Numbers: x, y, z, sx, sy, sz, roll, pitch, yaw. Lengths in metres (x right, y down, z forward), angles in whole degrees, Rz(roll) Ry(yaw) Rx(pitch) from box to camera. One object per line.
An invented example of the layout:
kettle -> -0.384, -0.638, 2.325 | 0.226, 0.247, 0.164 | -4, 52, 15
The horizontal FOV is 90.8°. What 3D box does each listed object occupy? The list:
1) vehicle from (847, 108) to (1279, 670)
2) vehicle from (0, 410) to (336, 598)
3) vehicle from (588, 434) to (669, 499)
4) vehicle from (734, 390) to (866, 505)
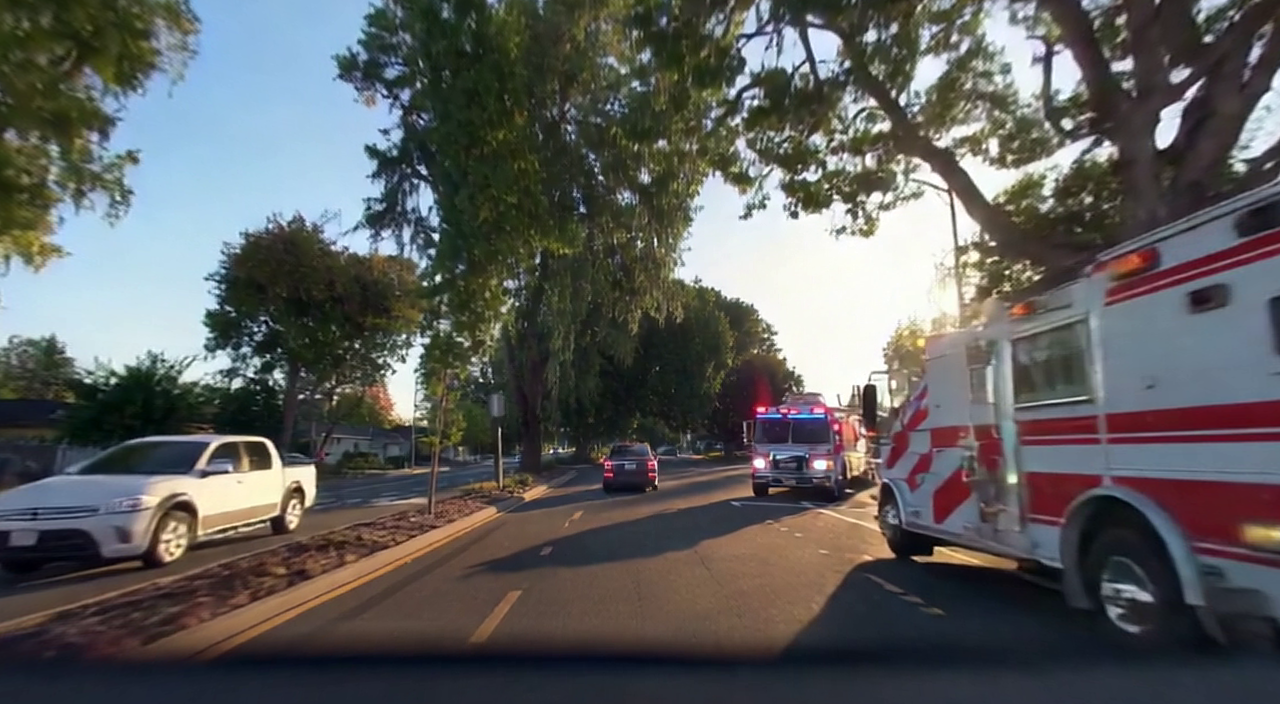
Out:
vehicle -> 5.113, 0.578, 5.822 | 2.885, 3.246, 9.408 | 0, -10, -2
vehicle -> -6.468, 1.894, 8.894 | 2.165, 1.876, 4.903 | 0, -8, -3
vehicle -> -0.271, 3.273, 18.420 | 2.106, 1.655, 3.717 | 0, -8, 1
vehicle -> 5.017, 2.887, 19.020 | 2.654, 2.824, 5.794 | -7, -10, 23
